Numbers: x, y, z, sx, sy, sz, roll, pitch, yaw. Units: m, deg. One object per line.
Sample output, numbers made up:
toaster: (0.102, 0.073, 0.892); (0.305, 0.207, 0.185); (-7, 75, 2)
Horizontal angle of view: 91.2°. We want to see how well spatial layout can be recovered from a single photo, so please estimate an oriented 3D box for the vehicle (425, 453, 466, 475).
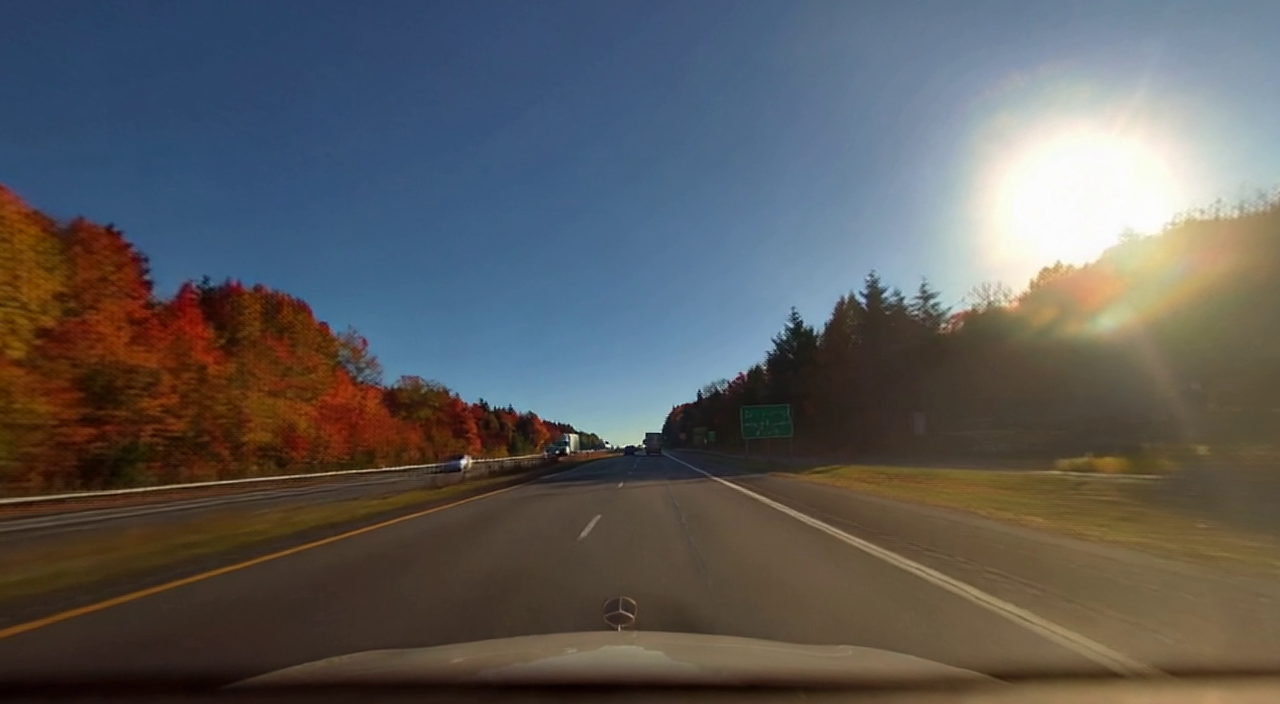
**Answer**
vehicle: (-14.769, 8.507, 47.793); (1.808, 1.507, 3.965); (-1, -9, 1)
